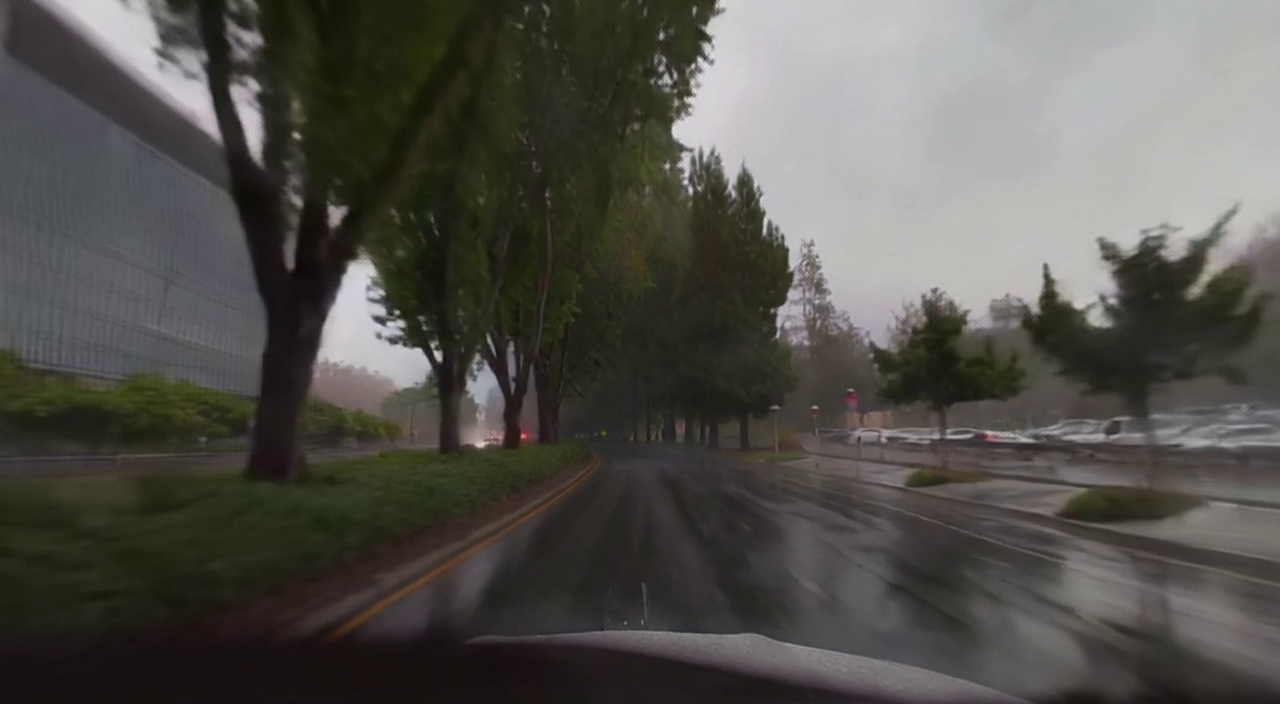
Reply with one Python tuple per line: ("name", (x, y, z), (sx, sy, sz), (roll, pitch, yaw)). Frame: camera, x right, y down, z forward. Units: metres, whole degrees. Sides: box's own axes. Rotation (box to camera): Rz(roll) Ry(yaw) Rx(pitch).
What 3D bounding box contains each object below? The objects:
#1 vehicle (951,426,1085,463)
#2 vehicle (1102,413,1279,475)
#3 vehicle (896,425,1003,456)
("vehicle", (15.472, 3.780, 25.995), (4.120, 1.357, 2.170), (-2, -6, 3))
("vehicle", (16.647, 2.707, 18.804), (4.230, 1.715, 2.000), (0, -7, -5))
("vehicle", (16.006, 4.601, 32.727), (4.526, 1.517, 1.979), (1, -8, -5))
